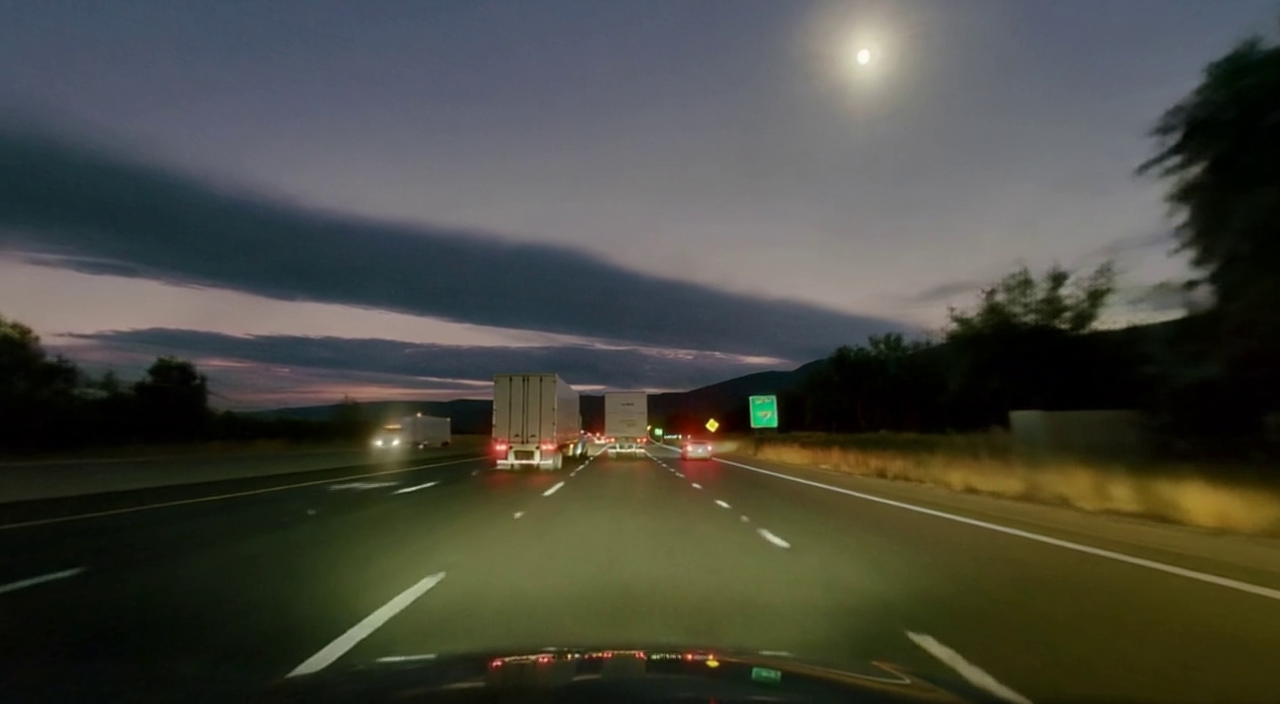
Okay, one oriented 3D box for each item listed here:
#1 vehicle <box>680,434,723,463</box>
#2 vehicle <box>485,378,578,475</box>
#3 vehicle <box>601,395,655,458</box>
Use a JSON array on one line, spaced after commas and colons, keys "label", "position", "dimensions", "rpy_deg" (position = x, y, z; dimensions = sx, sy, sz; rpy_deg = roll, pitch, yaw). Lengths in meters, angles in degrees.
[{"label": "vehicle", "position": [3.348, 5.301, 34.796], "dimensions": [1.891, 1.477, 3.599], "rpy_deg": [0, -8, -2]}, {"label": "vehicle", "position": [-4.163, 3.110, 25.703], "dimensions": [2.728, 3.405, 7.096], "rpy_deg": [0, -8, -2]}, {"label": "vehicle", "position": [-1.224, 6.021, 49.377], "dimensions": [3.475, 4.037, 17.454], "rpy_deg": [0, -8, -3]}]
